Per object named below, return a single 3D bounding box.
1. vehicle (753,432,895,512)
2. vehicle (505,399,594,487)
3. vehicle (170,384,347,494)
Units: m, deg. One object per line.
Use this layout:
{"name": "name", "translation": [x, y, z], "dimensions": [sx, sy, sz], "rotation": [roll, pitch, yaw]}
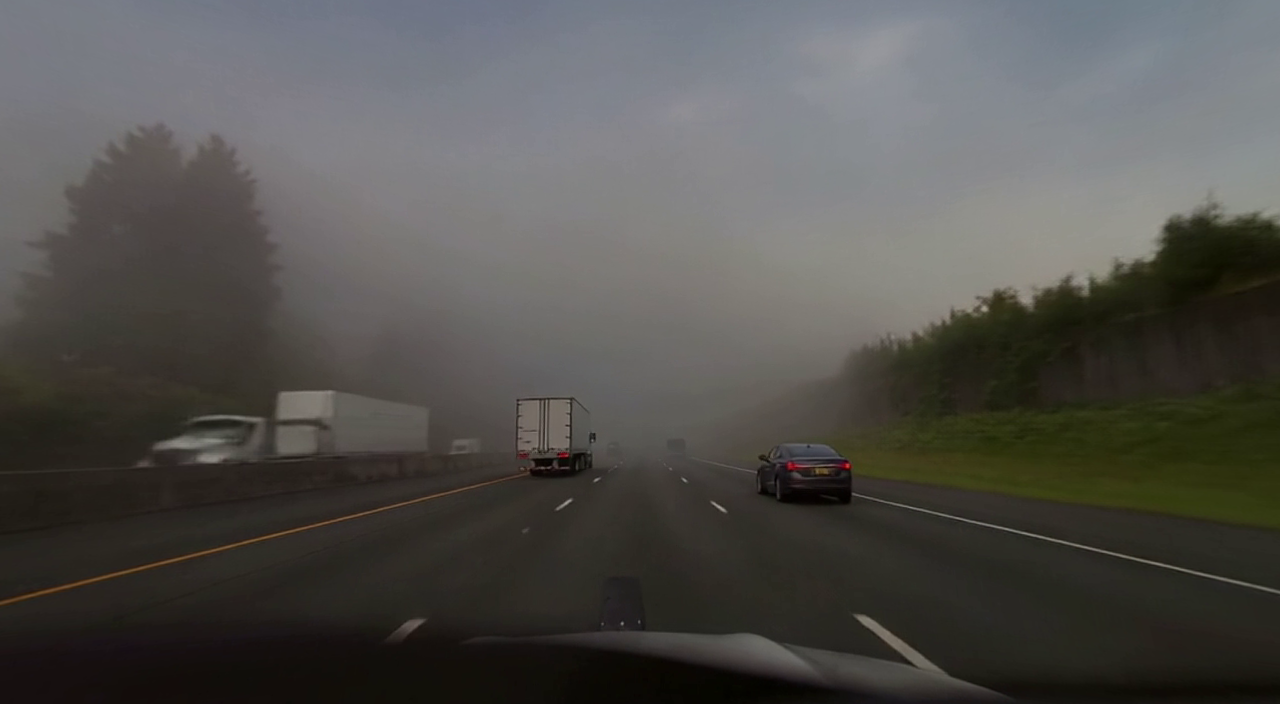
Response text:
{"name": "vehicle", "translation": [4.008, 2.695, 14.529], "dimensions": [1.983, 1.545, 4.038], "rotation": [0, -9, -1]}
{"name": "vehicle", "translation": [-3.539, 3.824, 26.330], "dimensions": [2.667, 3.195, 6.731], "rotation": [0, -9, 0]}
{"name": "vehicle", "translation": [-15.130, 3.589, 25.781], "dimensions": [3.079, 3.910, 6.429], "rotation": [0, -9, 0]}
